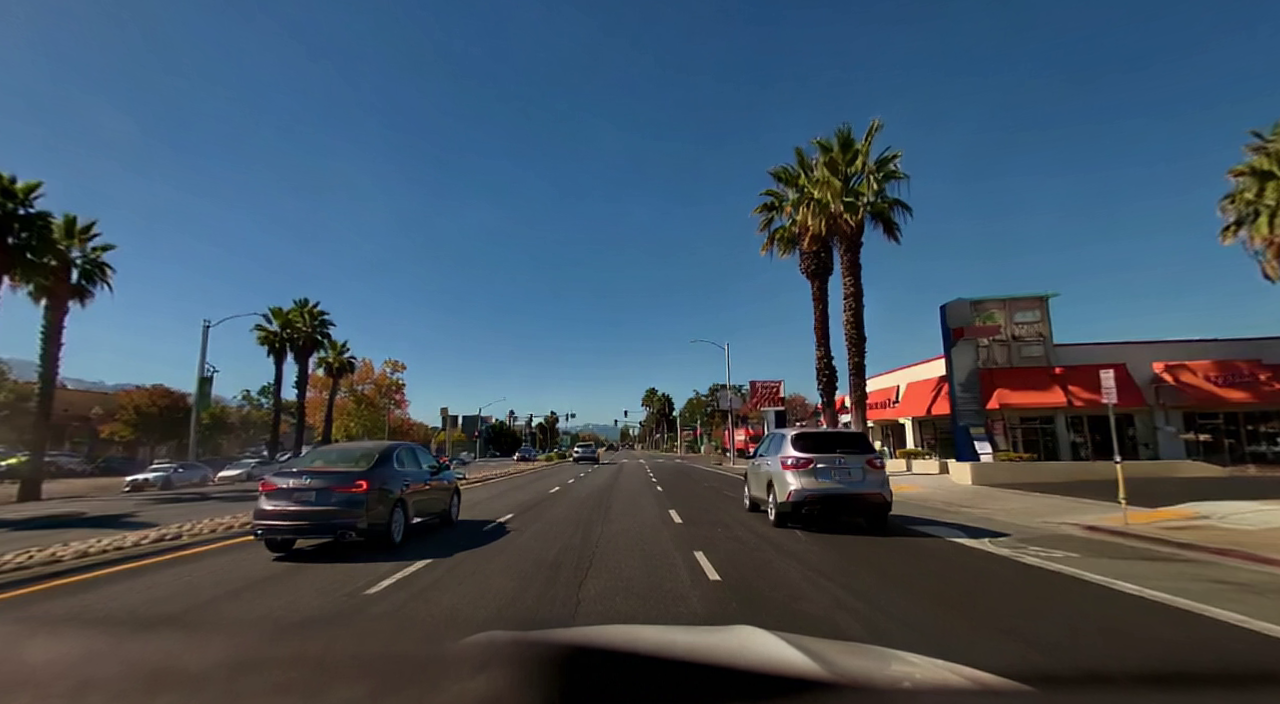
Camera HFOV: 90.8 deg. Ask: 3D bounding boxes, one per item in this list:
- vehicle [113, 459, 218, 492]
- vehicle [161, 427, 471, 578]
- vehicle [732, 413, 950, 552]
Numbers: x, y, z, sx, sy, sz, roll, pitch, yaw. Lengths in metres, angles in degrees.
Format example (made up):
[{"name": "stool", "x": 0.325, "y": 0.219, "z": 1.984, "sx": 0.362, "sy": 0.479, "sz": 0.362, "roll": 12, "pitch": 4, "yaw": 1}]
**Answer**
[{"name": "vehicle", "x": -23.570, "y": 6.115, "z": 31.630, "sx": 1.876, "sy": 1.459, "sz": 4.411, "roll": 0, "pitch": -9, "yaw": 0}, {"name": "vehicle", "x": -3.810, "y": 1.824, "z": 8.428, "sx": 2.034, "sy": 1.498, "sz": 3.995, "roll": 0, "pitch": -9, "yaw": -1}, {"name": "vehicle", "x": 2.831, "y": 1.956, "z": 10.099, "sx": 1.982, "sy": 1.711, "sz": 4.276, "roll": 0, "pitch": -9, "yaw": -1}]
